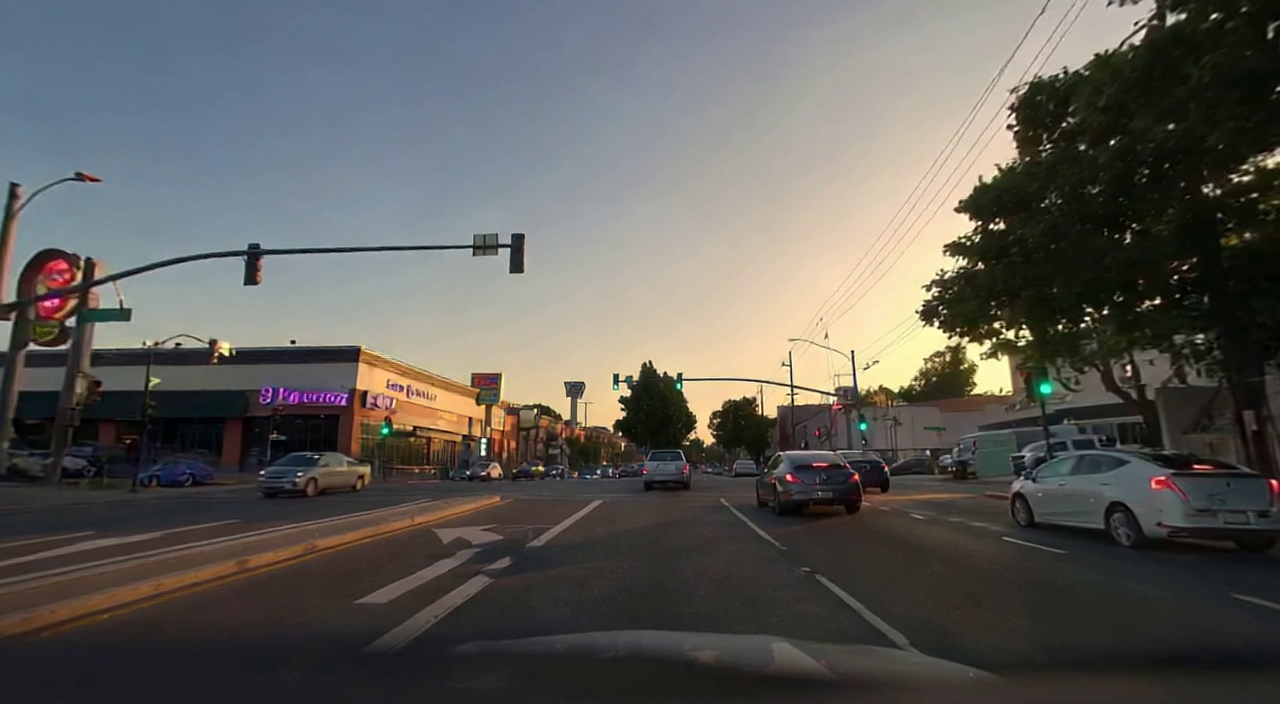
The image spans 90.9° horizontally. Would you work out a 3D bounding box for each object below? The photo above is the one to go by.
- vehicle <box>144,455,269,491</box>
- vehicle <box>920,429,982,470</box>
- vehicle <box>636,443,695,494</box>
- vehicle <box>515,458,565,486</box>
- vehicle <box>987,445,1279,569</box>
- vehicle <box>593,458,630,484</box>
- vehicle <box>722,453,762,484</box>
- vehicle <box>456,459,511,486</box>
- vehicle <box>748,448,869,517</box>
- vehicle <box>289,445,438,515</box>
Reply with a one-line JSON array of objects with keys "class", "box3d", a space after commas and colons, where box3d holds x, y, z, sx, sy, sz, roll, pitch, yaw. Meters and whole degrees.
[{"class": "vehicle", "box3d": [-19.355, 5.363, 28.249, 4.404, 1.462, 2.075, -2, -8, 12]}, {"class": "vehicle", "box3d": [20.193, 6.298, 40.838, 2.521, 2.491, 5.455, -8, -11, 35]}, {"class": "vehicle", "box3d": [1.110, 4.678, 25.759, 2.210, 1.861, 4.280, -1, -8, 4]}, {"class": "vehicle", "box3d": [-6.253, 7.539, 39.917, 1.993, 1.491, 4.673, -1, -8, 5]}, {"class": "vehicle", "box3d": [7.668, 2.200, 9.921, 1.911, 1.466, 4.572, 0, -8, 2]}, {"class": "vehicle", "box3d": [-2.011, 8.675, 46.226, 2.041, 1.494, 4.647, -3, -6, 5]}, {"class": "vehicle", "box3d": [6.272, 7.174, 39.061, 2.036, 1.719, 4.318, -1, -8, 4]}, {"class": "vehicle", "box3d": [-9.865, 7.627, 40.163, 1.938, 1.506, 4.771, -1, -8, 5]}, {"class": "vehicle", "box3d": [4.120, 3.233, 16.279, 1.963, 1.484, 4.609, 0, -8, 1]}, {"class": "vehicle", "box3d": [-7.560, 3.489, 17.841, 1.995, 1.718, 4.442, 0, -8, 3]}]
